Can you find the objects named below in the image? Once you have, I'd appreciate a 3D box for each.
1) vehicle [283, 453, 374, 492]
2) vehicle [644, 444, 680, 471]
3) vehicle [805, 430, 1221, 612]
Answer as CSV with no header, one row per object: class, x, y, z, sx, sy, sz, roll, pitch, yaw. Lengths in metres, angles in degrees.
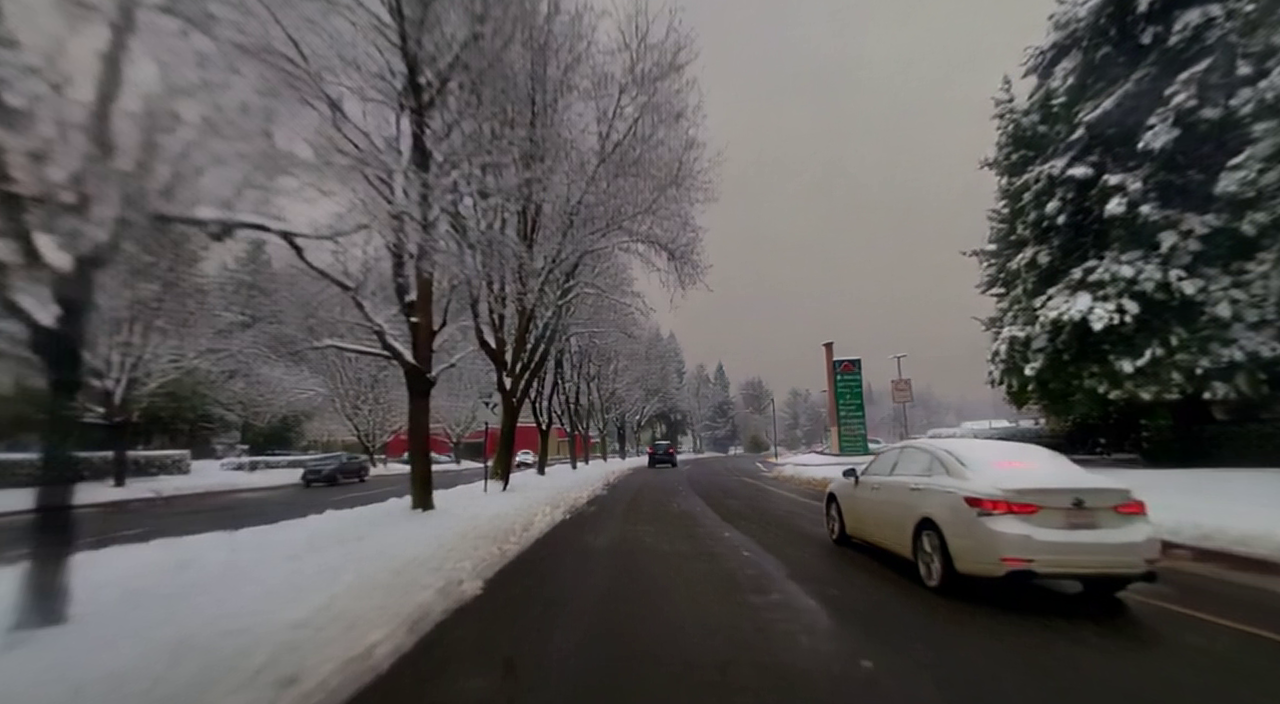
vehicle,-14.452,5.600,29.640,1.910,1.667,4.290,-1,-9,2
vehicle,1.542,7.091,42.610,2.123,1.703,4.292,-1,-9,6
vehicle,3.756,1.791,7.753,2.132,1.497,4.827,0,-9,0
